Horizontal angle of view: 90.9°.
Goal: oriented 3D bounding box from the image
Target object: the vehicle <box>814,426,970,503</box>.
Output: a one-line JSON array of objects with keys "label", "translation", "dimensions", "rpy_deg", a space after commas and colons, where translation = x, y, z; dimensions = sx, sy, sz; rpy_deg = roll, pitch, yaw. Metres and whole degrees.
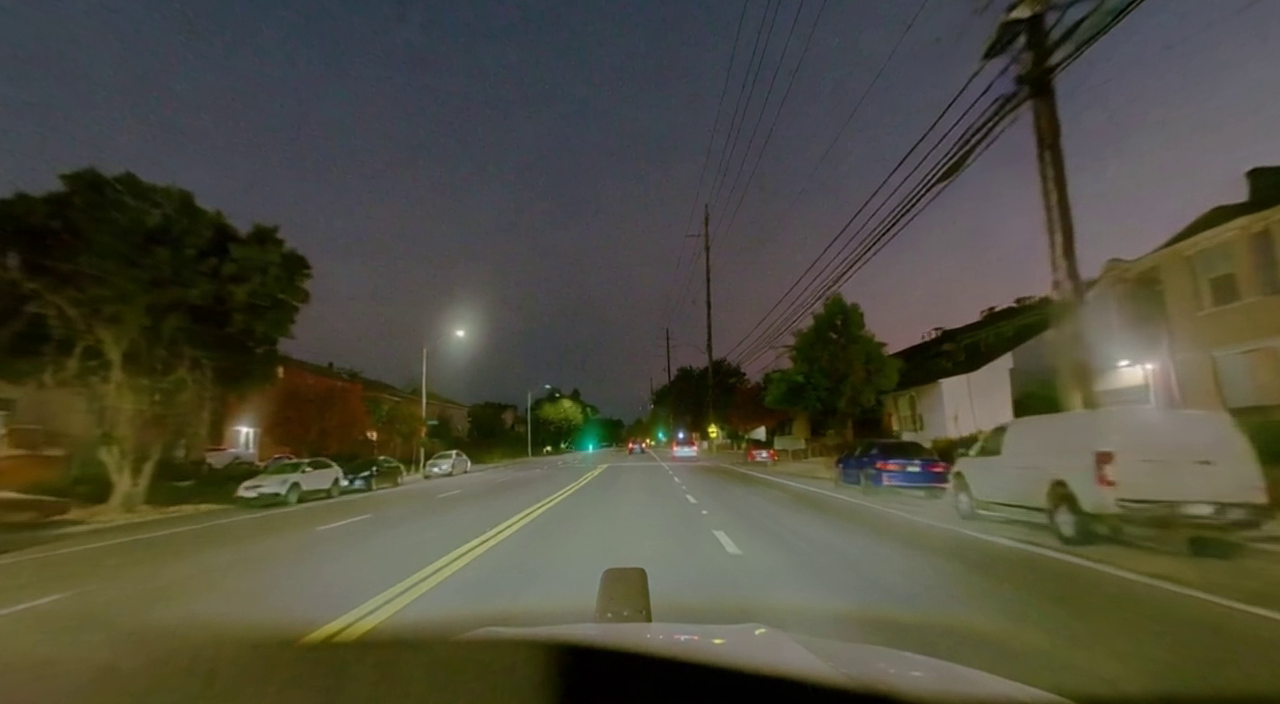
[{"label": "vehicle", "translation": [6.285, 2.855, 16.481], "dimensions": [2.079, 1.697, 4.753], "rpy_deg": [0, -8, 0]}]

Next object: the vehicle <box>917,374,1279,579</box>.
[{"label": "vehicle", "translation": [6.439, 1.652, 9.258], "dimensions": [2.274, 2.090, 5.465], "rpy_deg": [0, -8, 1]}]

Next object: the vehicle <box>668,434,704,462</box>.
[{"label": "vehicle", "translation": [3.046, 6.506, 42.925], "dimensions": [2.070, 1.765, 4.731], "rpy_deg": [0, -8, -1]}]

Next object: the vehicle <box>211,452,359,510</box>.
[{"label": "vehicle", "translation": [-10.596, 3.841, 19.259], "dimensions": [2.098, 1.503, 4.113], "rpy_deg": [0, -8, 0]}]

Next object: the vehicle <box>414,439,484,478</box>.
[{"label": "vehicle", "translation": [-10.462, 5.830, 34.867], "dimensions": [2.258, 1.846, 4.843], "rpy_deg": [-3, -8, 1]}]

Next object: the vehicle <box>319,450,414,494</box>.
[{"label": "vehicle", "translation": [-10.584, 4.636, 24.750], "dimensions": [1.800, 1.472, 4.359], "rpy_deg": [0, -8, -1]}]
